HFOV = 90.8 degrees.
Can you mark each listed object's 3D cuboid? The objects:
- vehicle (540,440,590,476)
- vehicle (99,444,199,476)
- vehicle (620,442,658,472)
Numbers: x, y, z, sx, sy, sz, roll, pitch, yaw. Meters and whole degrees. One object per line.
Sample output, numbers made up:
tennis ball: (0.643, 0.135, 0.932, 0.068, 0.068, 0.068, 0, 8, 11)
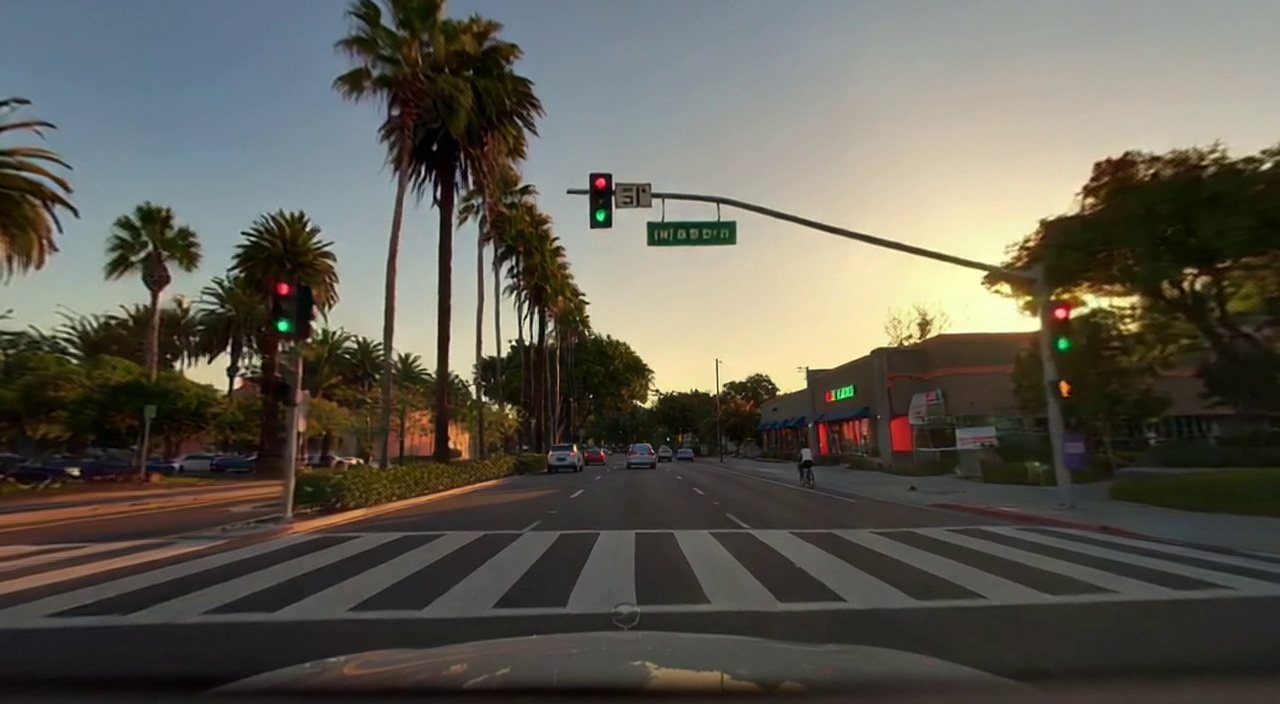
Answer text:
vehicle: (-3.922, 5.619, 33.701, 2.071, 1.744, 4.500, 0, -9, 1)
vehicle: (-34.427, 7.576, 44.409, 5.109, 2.014, 2.269, -2, -10, 2)
vehicle: (-0.108, 6.062, 36.588, 2.102, 1.653, 3.698, 0, -9, -1)
